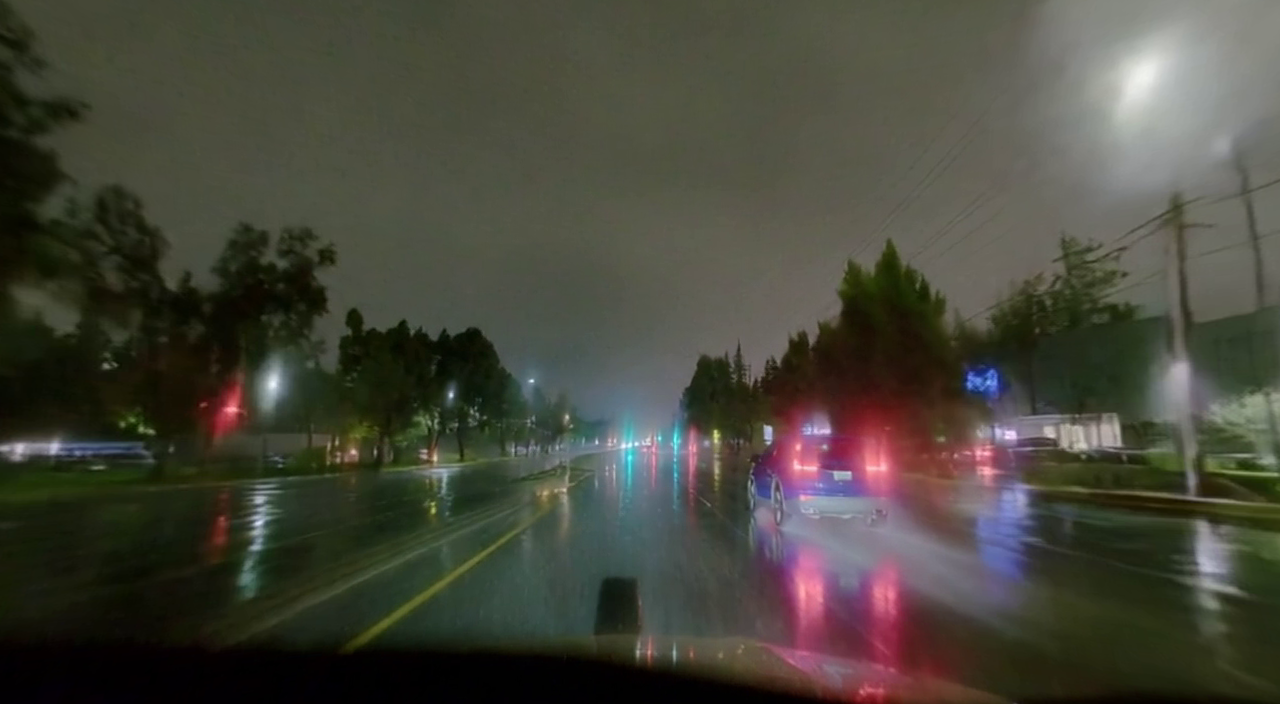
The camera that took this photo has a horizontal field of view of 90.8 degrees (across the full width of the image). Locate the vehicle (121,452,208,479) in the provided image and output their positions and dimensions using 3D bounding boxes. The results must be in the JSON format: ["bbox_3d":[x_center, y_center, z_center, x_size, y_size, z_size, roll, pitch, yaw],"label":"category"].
[{"bbox_3d":[-36.245,8.642,48.245,4.983,1.727,2.059,-2,-7,-3],"label":"vehicle"}]

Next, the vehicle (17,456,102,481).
[{"bbox_3d":[-42.199,8.455,45.975,4.291,1.703,1.976,0,-8,2],"label":"vehicle"}]

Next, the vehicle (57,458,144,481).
[{"bbox_3d":[-36.480,7.953,42.756,4.190,1.483,1.866,-1,-8,3],"label":"vehicle"}]

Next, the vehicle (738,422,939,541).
[{"bbox_3d":[3.161,2.157,11.163,2.060,1.665,4.284,0,-8,-1],"label":"vehicle"}]
